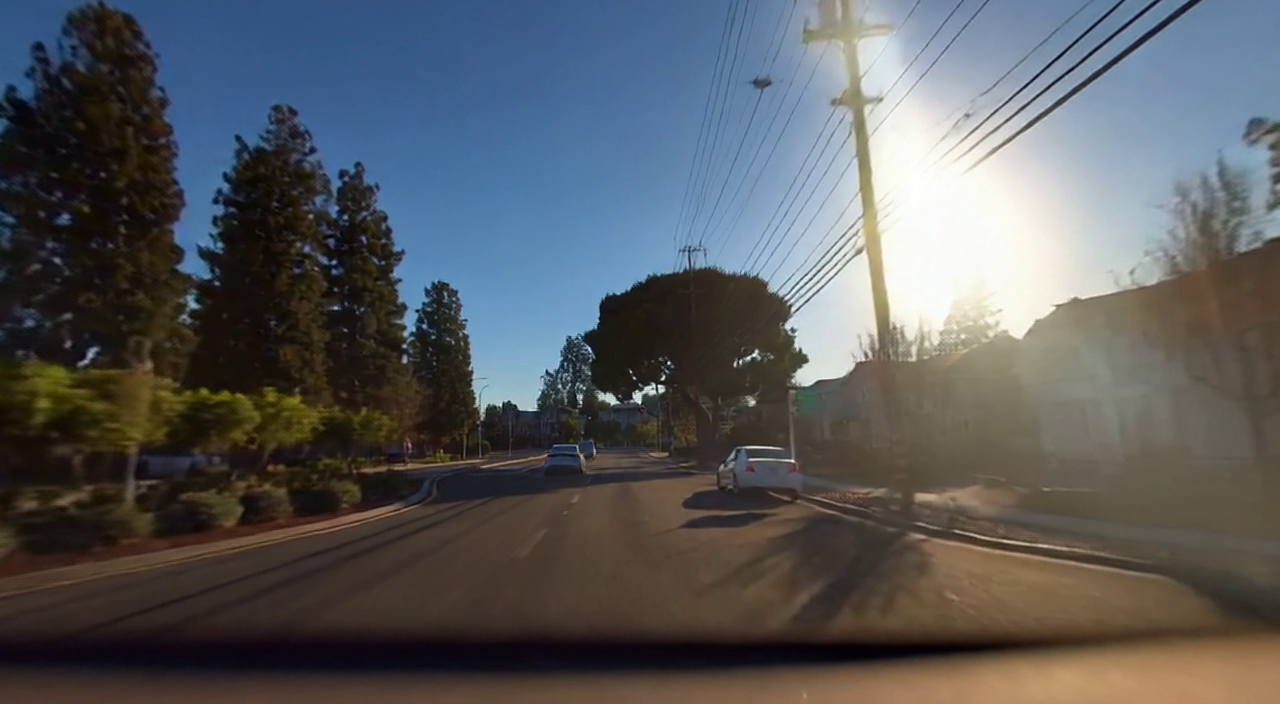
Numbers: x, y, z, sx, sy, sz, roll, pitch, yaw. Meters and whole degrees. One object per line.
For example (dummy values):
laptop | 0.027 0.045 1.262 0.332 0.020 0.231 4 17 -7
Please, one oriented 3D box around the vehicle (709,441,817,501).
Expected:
vehicle | 3.284 3.270 17.867 2.074 1.450 4.621 0 -8 -1

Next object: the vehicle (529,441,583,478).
vehicle | -3.674 4.805 28.540 2.041 1.471 4.602 0 -8 -3

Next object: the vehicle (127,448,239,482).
vehicle | -26.028 6.430 36.155 4.661 1.800 2.045 2 -9 -12
